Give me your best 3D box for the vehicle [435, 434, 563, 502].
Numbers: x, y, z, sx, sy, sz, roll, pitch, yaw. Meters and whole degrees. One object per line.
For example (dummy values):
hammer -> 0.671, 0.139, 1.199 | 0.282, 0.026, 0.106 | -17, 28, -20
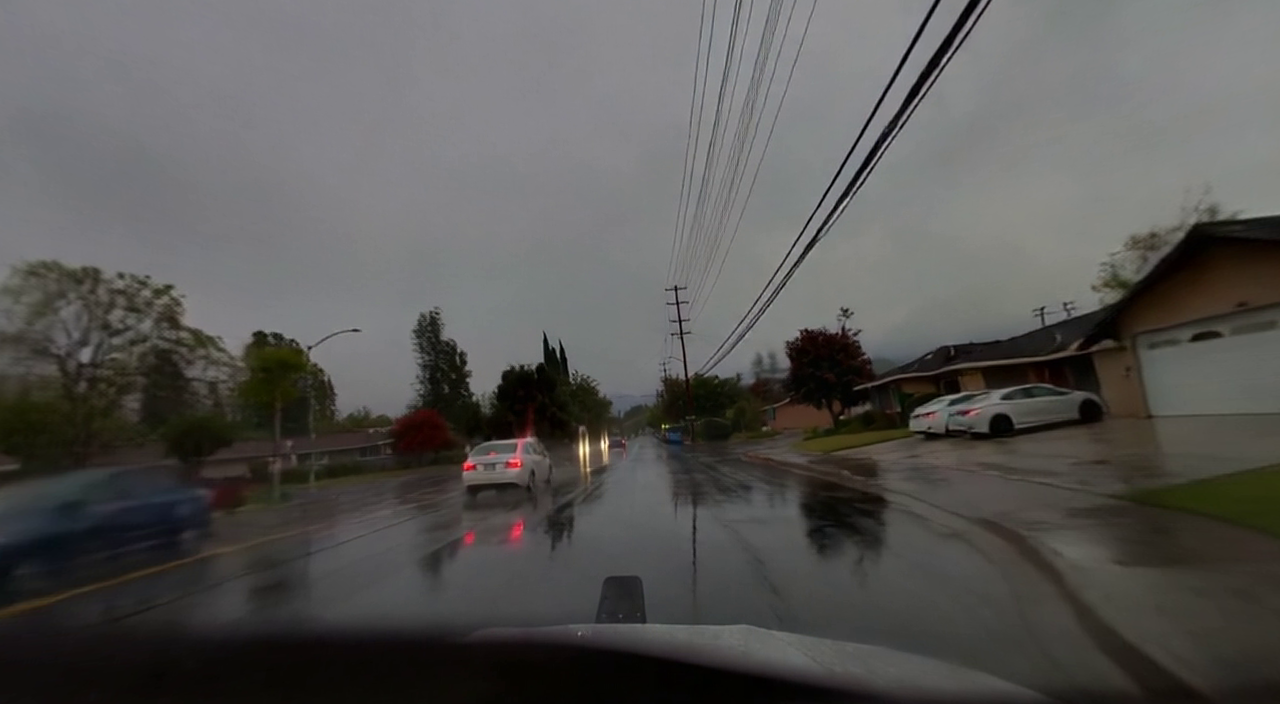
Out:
vehicle -> -3.354, 2.860, 16.139 | 2.041, 1.471, 4.602 | 0, -8, 2

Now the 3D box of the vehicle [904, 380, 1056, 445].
vehicle -> 10.539, 2.050, 20.171 | 2.121, 1.799, 5.124 | 0, -8, 2

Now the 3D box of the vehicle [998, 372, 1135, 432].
vehicle -> 13.497, 1.702, 20.335 | 1.894, 1.664, 4.159 | 0, -8, 7

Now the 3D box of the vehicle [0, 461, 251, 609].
vehicle -> -8.175, 2.438, 9.342 | 1.960, 1.506, 4.714 | 0, -8, -2
